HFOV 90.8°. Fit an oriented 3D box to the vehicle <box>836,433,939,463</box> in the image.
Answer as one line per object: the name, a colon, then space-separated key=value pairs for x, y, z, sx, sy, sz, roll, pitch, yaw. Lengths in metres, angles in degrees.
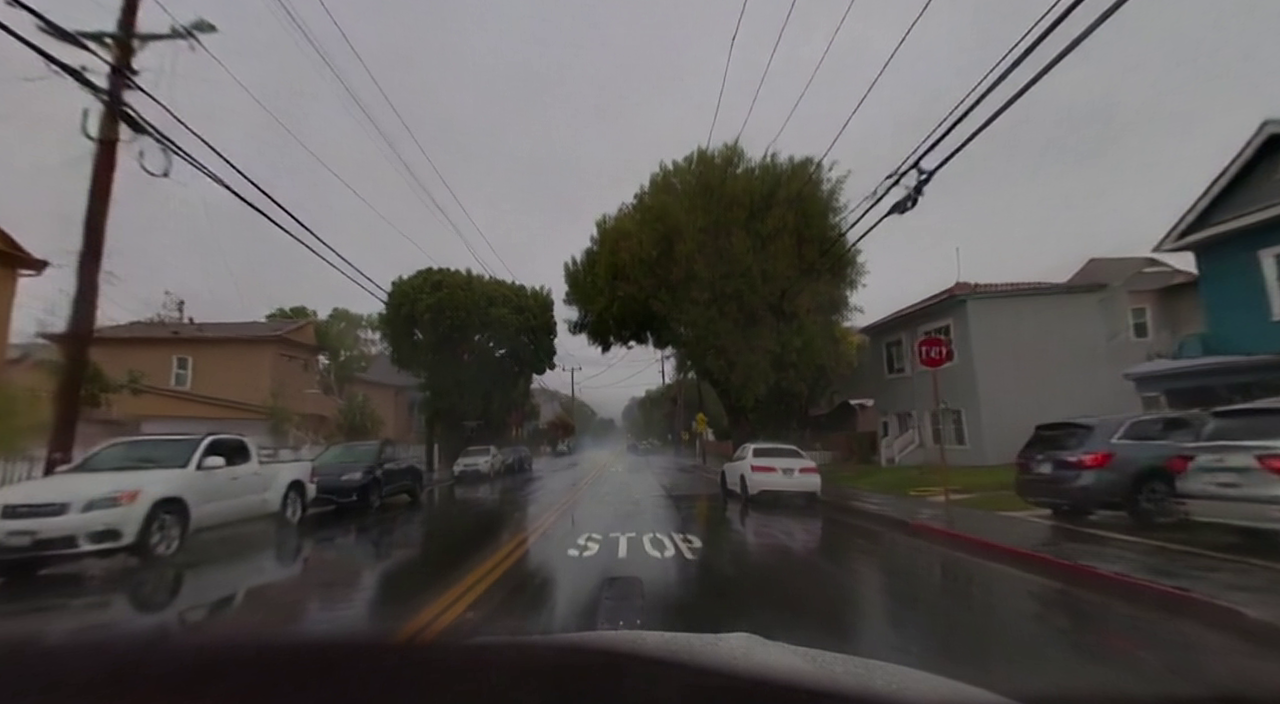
vehicle: x=16.705 y=6.494 z=42.933 sx=6.022 sy=1.953 sz=2.250 roll=0 pitch=-9 yaw=1

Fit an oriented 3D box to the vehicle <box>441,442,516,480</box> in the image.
vehicle: x=-6.877 y=4.686 z=27.427 sx=2.056 sy=1.481 sz=4.451 roll=0 pitch=-8 yaw=0

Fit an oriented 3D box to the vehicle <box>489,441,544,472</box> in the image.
vehicle: x=-6.604 y=5.630 z=34.237 sx=2.026 sy=1.560 sz=4.062 roll=0 pitch=-8 yaw=2

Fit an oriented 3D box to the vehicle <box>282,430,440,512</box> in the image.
vehicle: x=-6.616 y=2.851 z=15.638 sx=1.896 sy=1.703 sz=4.586 roll=0 pitch=-8 yaw=-1

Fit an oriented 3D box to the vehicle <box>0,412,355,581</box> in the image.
vehicle: x=-6.574 y=1.920 z=9.388 sx=2.136 sy=1.757 sz=5.365 roll=0 pitch=-8 yaw=0

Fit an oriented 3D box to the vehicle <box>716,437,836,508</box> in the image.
vehicle: x=3.317 y=3.056 z=16.664 sx=1.963 sy=1.536 sz=5.446 roll=0 pitch=-8 yaw=0

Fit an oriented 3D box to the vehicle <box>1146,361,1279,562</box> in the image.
vehicle: x=8.474 y=1.123 z=6.533 sx=4.507 sy=1.939 sz=2.304 roll=0 pitch=-9 yaw=-4

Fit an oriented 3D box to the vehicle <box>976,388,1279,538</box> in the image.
vehicle: x=8.396 y=1.557 z=9.259 sx=5.541 sy=1.820 sz=2.319 roll=-1 pitch=-9 yaw=0
